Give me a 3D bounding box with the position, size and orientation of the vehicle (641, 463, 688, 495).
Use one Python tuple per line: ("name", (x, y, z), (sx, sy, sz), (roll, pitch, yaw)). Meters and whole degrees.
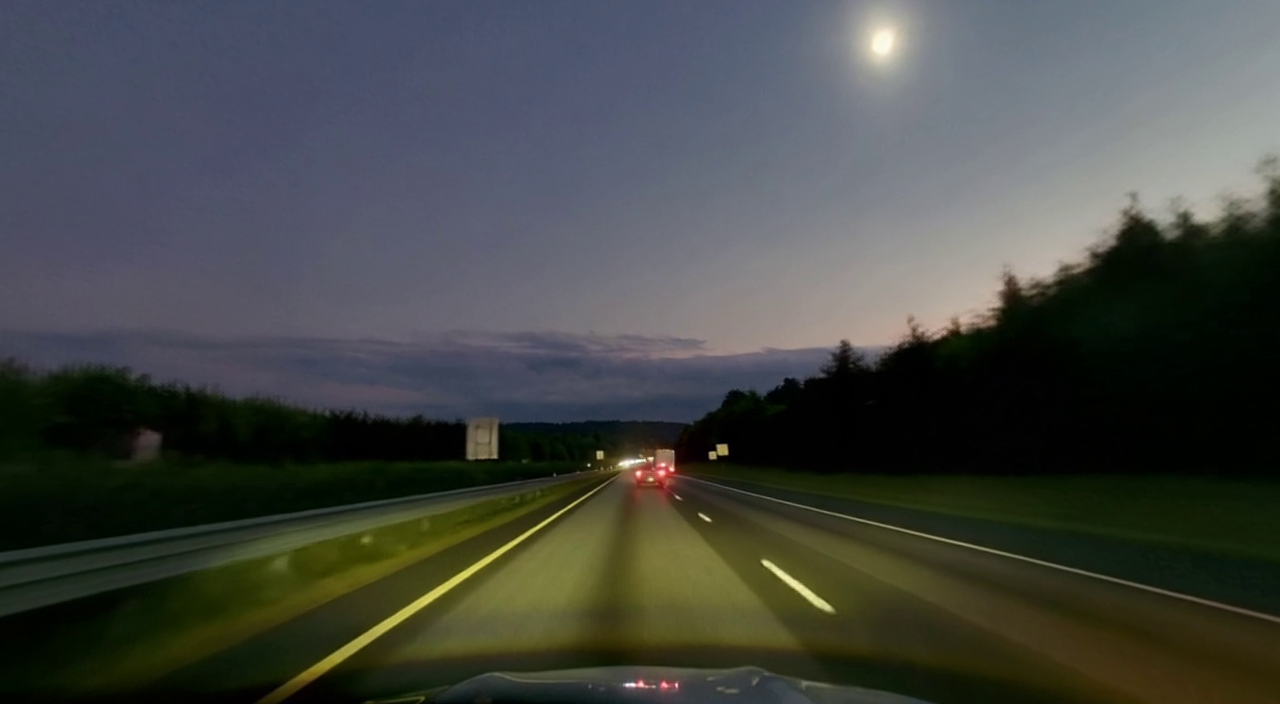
("vehicle", (1.165, 6.233, 31.047), (1.976, 1.467, 3.783), (1, -11, -3))
